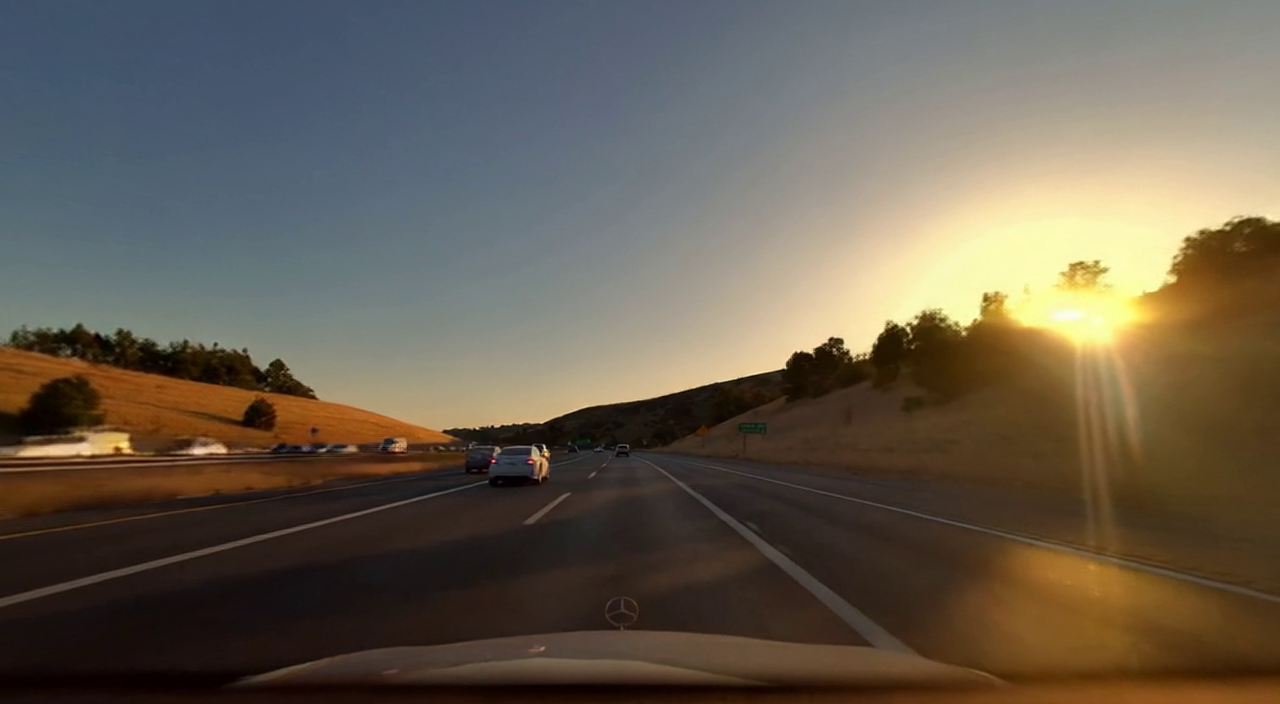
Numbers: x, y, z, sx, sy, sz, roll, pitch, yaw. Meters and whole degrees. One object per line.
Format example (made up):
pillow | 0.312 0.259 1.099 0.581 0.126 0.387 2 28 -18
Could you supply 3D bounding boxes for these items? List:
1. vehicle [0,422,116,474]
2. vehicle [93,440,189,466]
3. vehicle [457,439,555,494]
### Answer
vehicle | -25.087 3.943 25.894 2.364 1.914 5.744 0 -9 -1
vehicle | -29.216 5.923 37.187 1.947 1.450 4.617 0 -9 -1
vehicle | -4.066 3.555 19.960 2.073 1.516 4.478 0 -9 0
